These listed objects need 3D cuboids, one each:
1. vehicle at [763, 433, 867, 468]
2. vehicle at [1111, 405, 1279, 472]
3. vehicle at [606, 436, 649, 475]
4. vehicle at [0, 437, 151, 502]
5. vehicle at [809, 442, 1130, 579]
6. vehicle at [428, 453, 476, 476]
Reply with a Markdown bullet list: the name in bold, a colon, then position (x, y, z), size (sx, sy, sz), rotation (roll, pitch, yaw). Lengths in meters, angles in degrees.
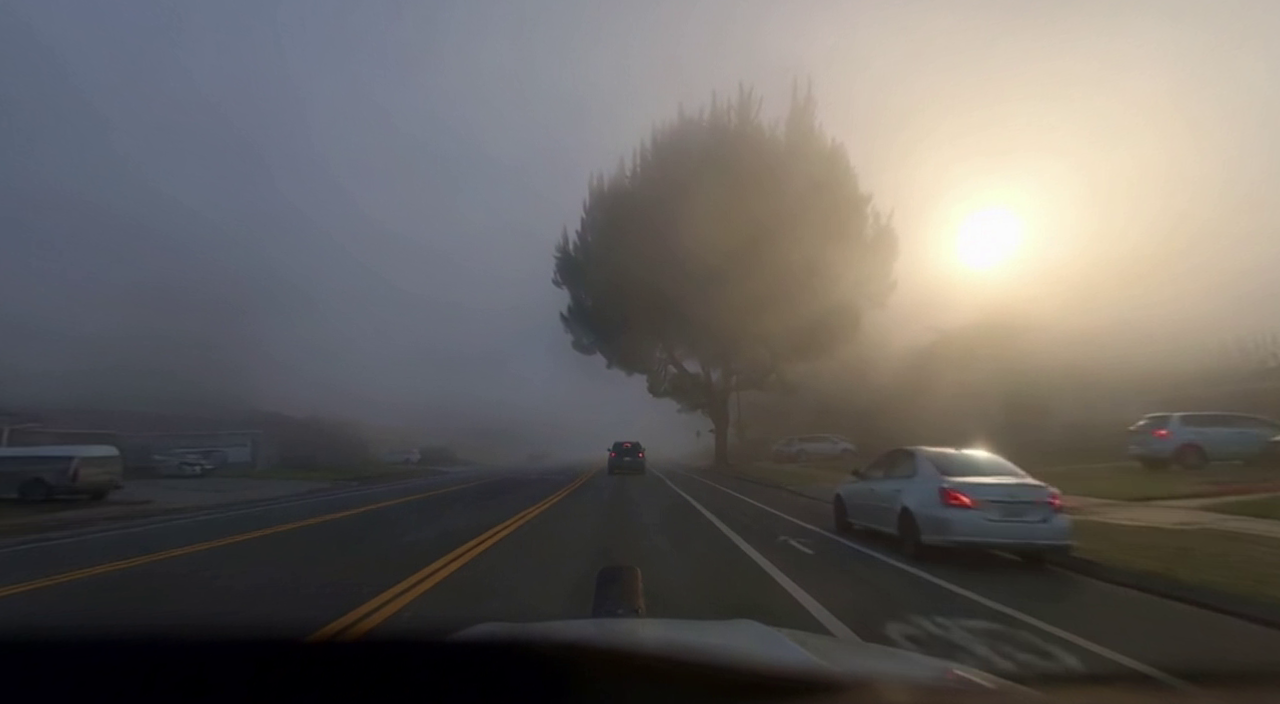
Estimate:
- **vehicle**: position (10.397, 5.876, 37.883), size (5.526, 1.849, 2.213), rotation (-1, -6, -2)
- **vehicle**: position (17.665, 2.659, 19.266), size (4.955, 1.873, 2.252), rotation (1, -9, -7)
- **vehicle**: position (-0.651, 5.551, 34.019), size (2.153, 1.942, 4.767), rotation (0, -9, 0)
- **vehicle**: position (-19.817, 3.880, 20.822), size (5.551, 1.870, 2.183), rotation (-2, -8, -1)
- **vehicle**: position (4.302, 2.118, 9.492), size (2.001, 1.480, 5.022), rotation (0, -9, -2)
- **vehicle**: position (-13.599, 8.152, 45.987), size (1.950, 1.530, 4.856), rotation (0, -9, 0)
